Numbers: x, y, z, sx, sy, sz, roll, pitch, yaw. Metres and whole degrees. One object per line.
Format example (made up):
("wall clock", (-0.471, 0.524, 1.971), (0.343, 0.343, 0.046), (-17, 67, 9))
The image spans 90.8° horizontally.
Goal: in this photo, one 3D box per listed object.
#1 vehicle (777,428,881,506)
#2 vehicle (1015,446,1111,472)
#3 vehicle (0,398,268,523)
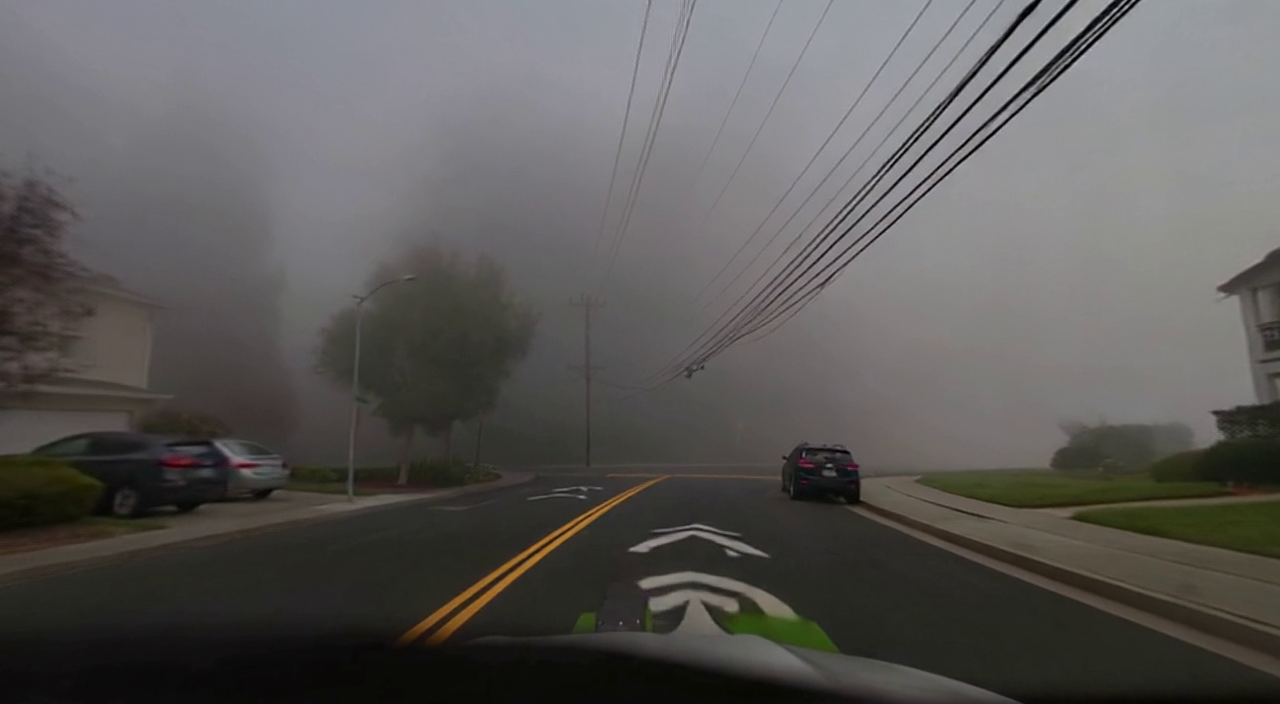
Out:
("vehicle", (5.075, 3.126, 17.630), (2.070, 1.847, 4.457), (-1, -8, 8))
("vehicle", (25.486, 6.482, 38.209), (4.322, 1.499, 1.927), (-3, -9, 15))
("vehicle", (-11.370, 2.272, 13.716), (5.228, 2.041, 2.023), (4, -8, 6))
